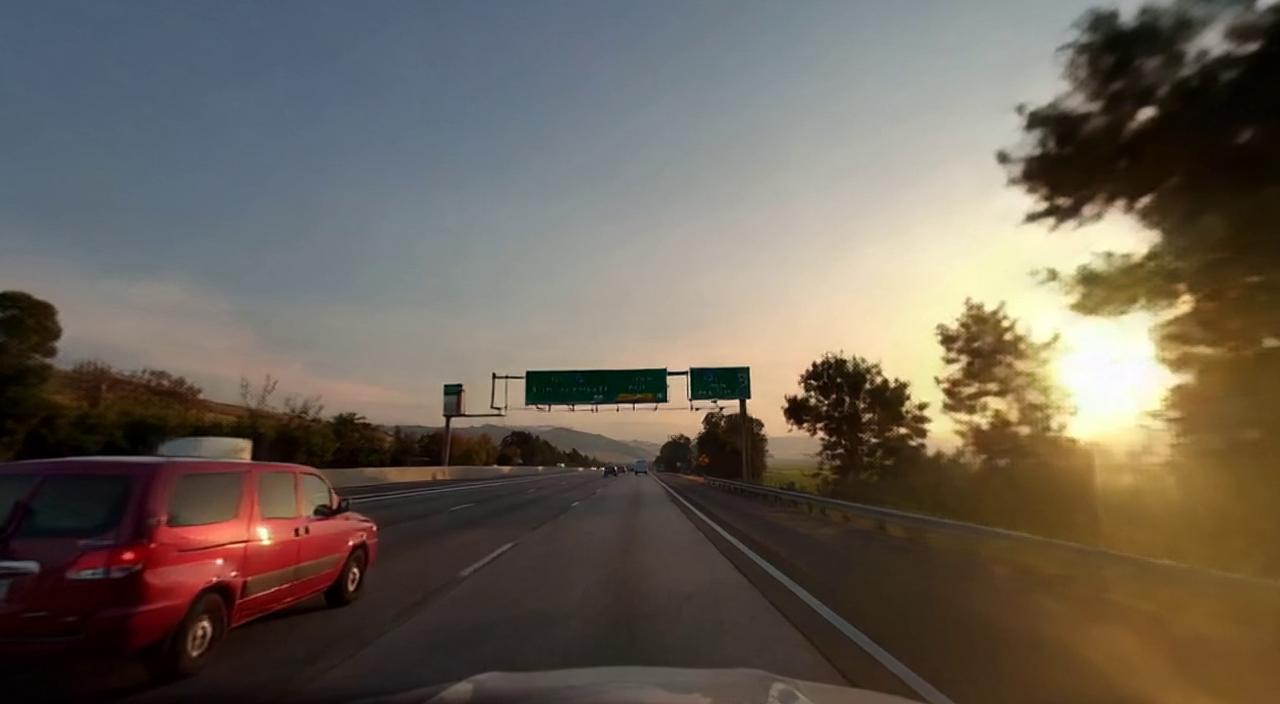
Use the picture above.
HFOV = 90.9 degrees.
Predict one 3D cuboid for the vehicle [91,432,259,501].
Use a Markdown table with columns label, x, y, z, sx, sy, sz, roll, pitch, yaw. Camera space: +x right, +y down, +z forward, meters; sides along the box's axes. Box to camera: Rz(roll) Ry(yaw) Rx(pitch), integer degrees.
| label | x | y | z | sx | sy | sz | roll | pitch | yaw |
| --- | --- | --- | --- | --- | --- | --- | --- | --- | --- |
| vehicle | -19.134 | 4.790 | 26.468 | 2.391 | 2.511 | 5.870 | 1 | -10 | 1 |

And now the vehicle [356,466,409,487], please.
| label | x | y | z | sx | sy | sz | roll | pitch | yaw |
| --- | --- | --- | --- | --- | --- | --- | --- | --- | --- |
| vehicle | -19.070 | 9.233 | 46.894 | 1.862 | 1.447 | 4.666 | 1 | -10 | 1 |
